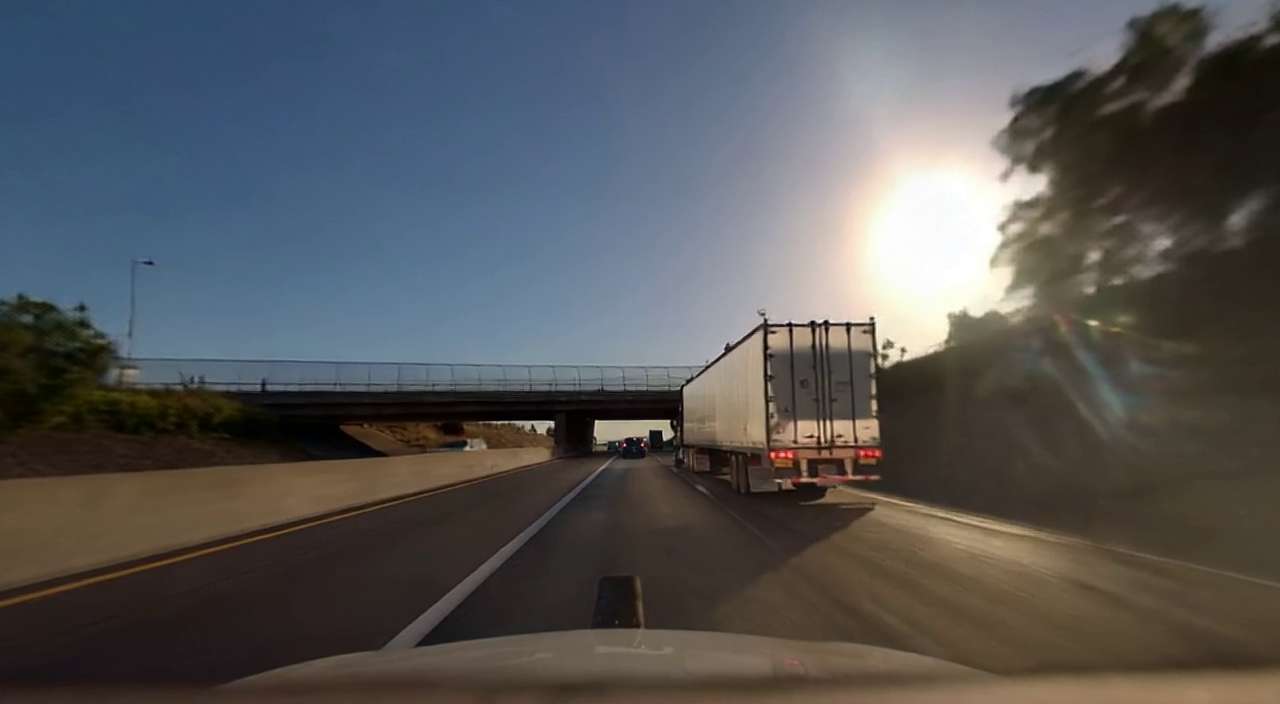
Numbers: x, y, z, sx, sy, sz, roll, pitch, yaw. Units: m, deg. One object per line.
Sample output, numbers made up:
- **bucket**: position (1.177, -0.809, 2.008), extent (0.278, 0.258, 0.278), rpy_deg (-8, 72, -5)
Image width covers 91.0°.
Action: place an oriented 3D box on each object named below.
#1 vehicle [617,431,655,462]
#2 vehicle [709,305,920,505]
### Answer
- **vehicle**: position (-0.290, 6.475, 43.195), extent (2.456, 2.007, 4.728), rpy_deg (0, -8, -1)
- **vehicle**: position (3.917, 1.624, 16.843), extent (2.967, 3.961, 8.660), rpy_deg (0, -8, -1)
